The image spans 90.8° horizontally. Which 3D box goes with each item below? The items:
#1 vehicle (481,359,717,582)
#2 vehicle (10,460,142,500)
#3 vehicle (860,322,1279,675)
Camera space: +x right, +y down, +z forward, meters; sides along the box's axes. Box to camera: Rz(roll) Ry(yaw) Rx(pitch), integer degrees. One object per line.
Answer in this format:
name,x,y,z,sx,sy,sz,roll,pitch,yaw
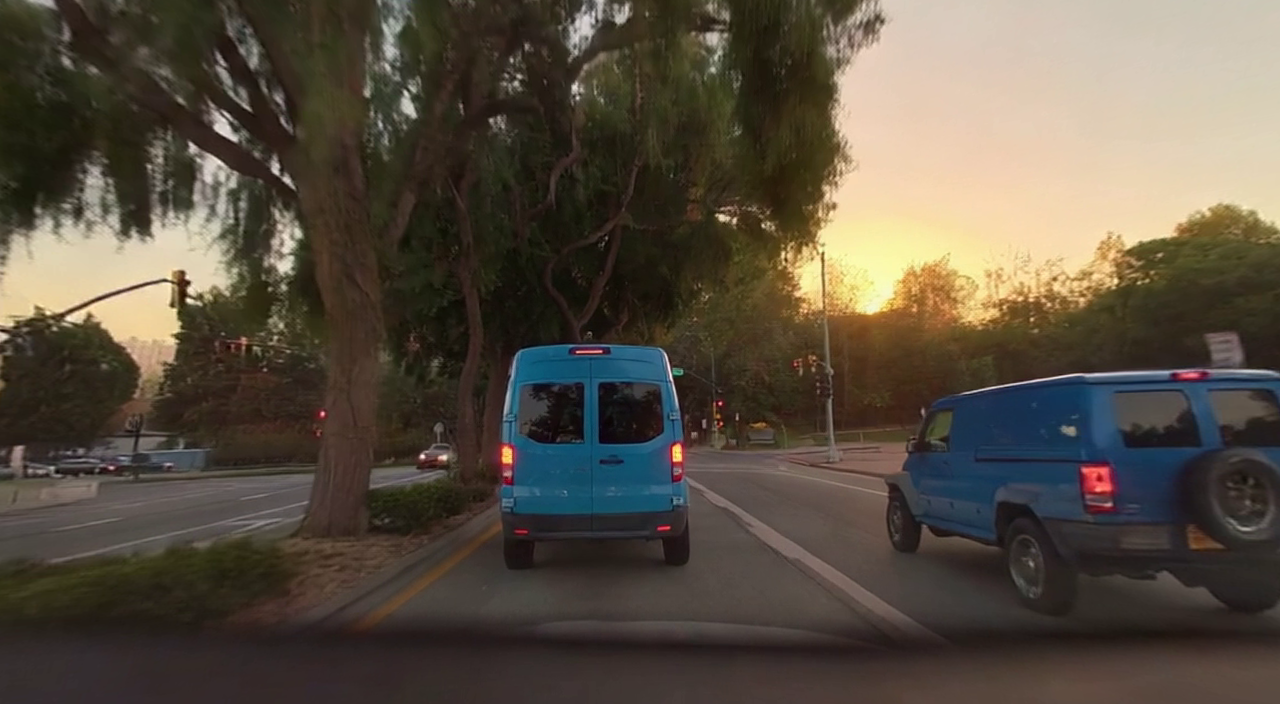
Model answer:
vehicle,-0.340,1.398,8.028,2.145,2.046,4.309,0,-9,1
vehicle,-27.030,6.082,30.351,4.857,1.729,2.029,-2,-9,11
vehicle,3.629,1.053,5.406,1.988,1.873,3.968,0,-9,-1
